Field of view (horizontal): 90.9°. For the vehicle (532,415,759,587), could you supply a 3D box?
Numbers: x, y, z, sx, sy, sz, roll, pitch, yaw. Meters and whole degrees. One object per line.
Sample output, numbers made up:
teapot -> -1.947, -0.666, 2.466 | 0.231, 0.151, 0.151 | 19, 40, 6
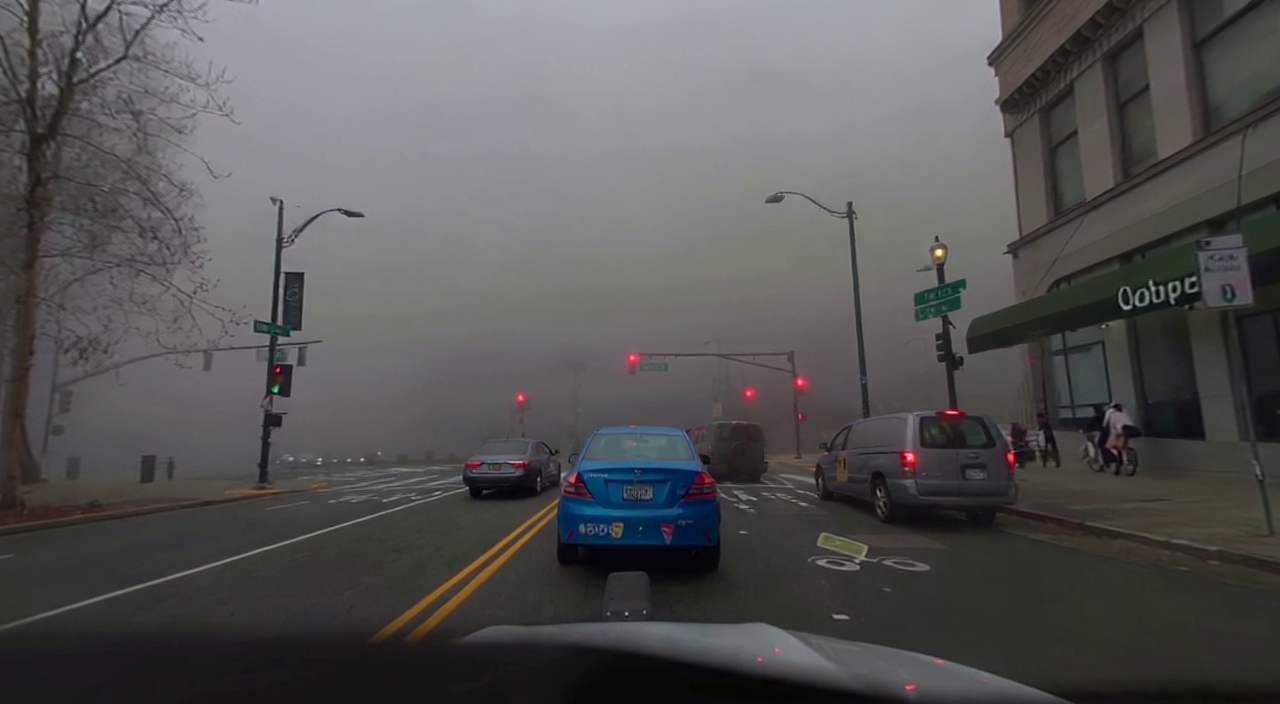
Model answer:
vehicle -> 0.033, 1.674, 7.875 | 2.091, 1.557, 4.000 | 0, -9, 0

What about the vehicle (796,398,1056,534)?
vehicle -> 4.504, 1.908, 11.037 | 2.142, 1.829, 4.767 | 0, -9, -2

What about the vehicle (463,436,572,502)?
vehicle -> -3.024, 2.995, 16.587 | 2.039, 1.452, 4.489 | 0, -8, -1
